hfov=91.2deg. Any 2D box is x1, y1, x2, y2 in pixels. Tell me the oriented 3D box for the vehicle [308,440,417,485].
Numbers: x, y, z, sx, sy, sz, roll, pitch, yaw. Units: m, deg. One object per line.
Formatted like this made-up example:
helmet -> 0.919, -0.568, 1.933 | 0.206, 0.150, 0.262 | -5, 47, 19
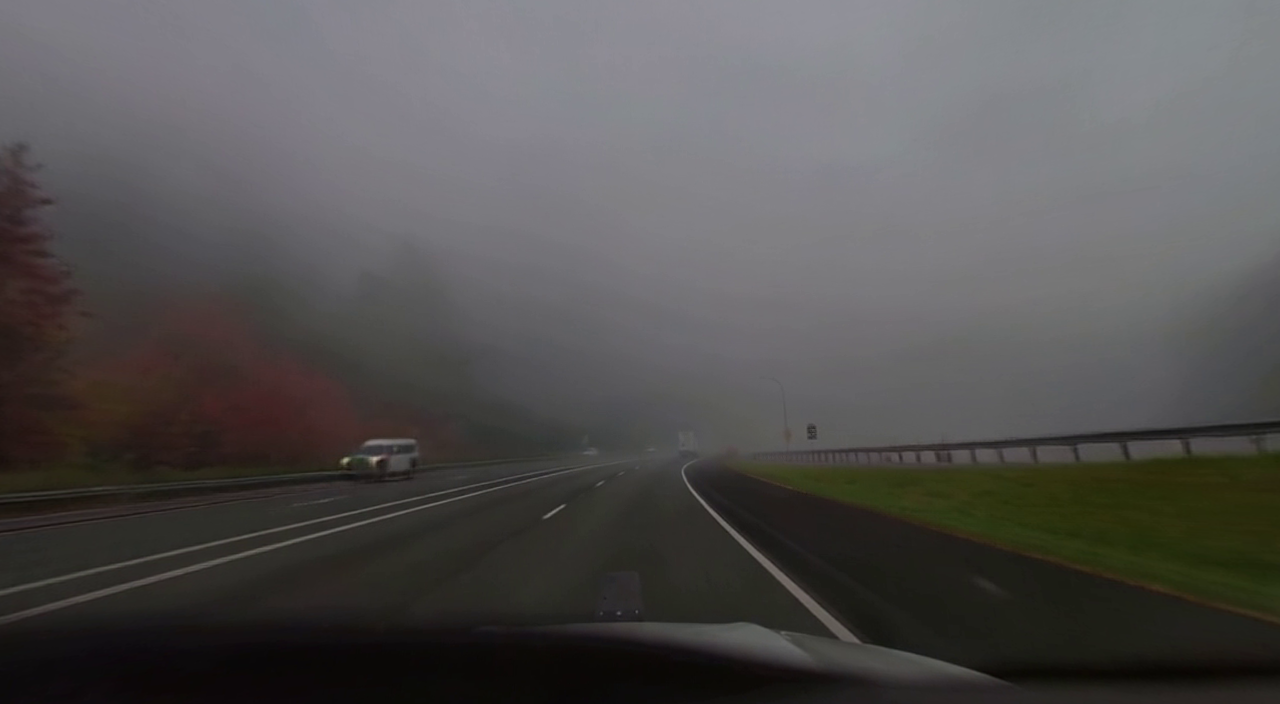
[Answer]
vehicle -> -12.043, 4.832, 27.712 | 2.145, 1.788, 5.253 | -1, -9, 4
